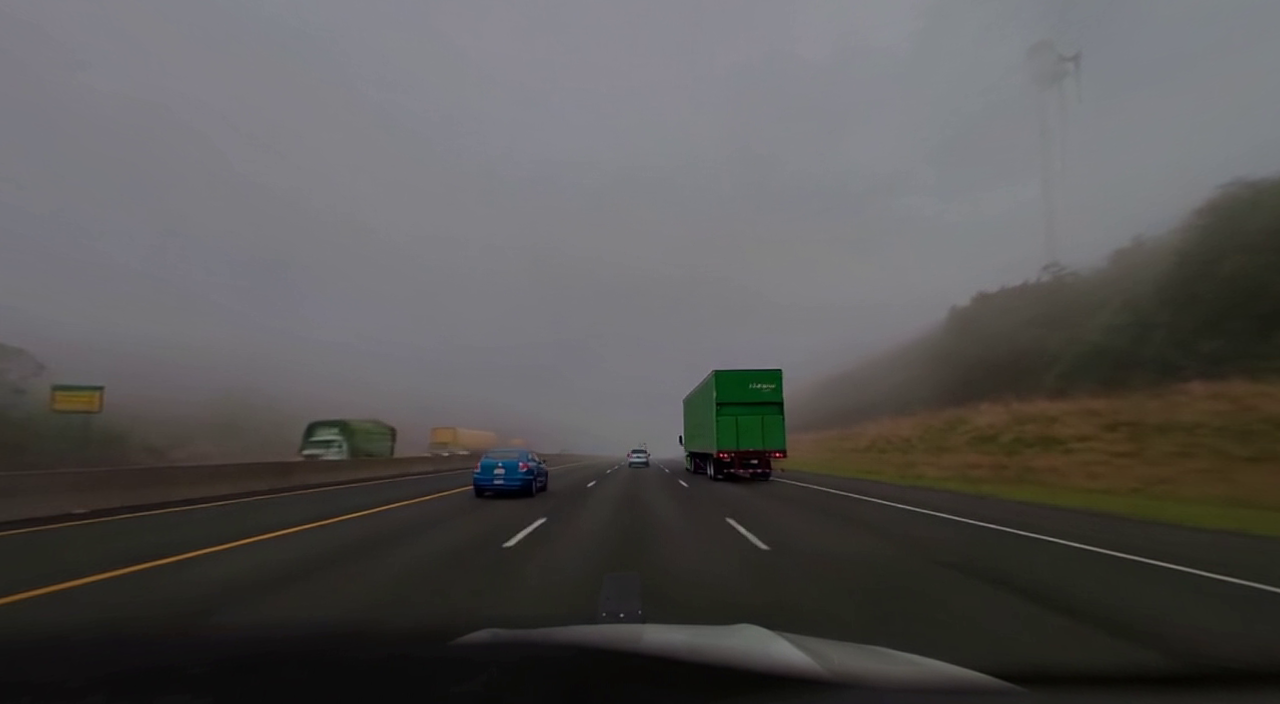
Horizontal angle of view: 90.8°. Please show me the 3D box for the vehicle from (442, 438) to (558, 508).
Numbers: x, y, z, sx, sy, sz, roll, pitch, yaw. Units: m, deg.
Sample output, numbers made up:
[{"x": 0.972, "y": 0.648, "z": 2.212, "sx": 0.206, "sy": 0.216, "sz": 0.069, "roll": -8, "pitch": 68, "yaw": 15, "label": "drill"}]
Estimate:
[{"x": -3.364, "y": 2.993, "z": 15.991, "sx": 1.952, "sy": 1.521, "sz": 4.095, "roll": 0, "pitch": -9, "yaw": 1, "label": "vehicle"}]

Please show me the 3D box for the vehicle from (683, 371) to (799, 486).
[{"x": 3.984, "y": 3.708, "z": 28.946, "sx": 2.947, "sy": 3.989, "sz": 13.568, "roll": 0, "pitch": -9, "yaw": -1, "label": "vehicle"}]

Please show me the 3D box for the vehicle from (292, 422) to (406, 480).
[{"x": -19.000, "y": 6.625, "z": 42.155, "sx": 2.949, "sy": 3.398, "sz": 9.439, "roll": 0, "pitch": -9, "yaw": 1, "label": "vehicle"}]

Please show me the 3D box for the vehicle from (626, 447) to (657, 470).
[{"x": 0.064, "y": 7.040, "z": 41.819, "sx": 1.931, "sy": 1.453, "sz": 3.695, "roll": 0, "pitch": -9, "yaw": -1, "label": "vehicle"}]
